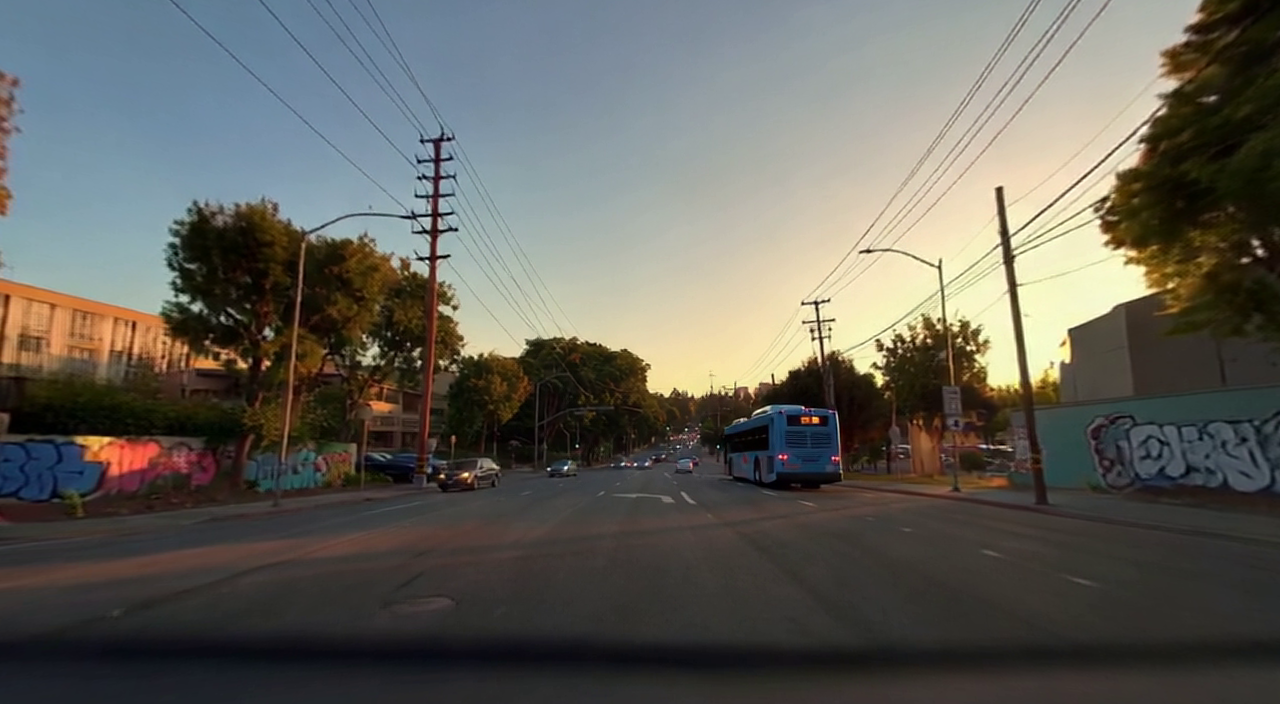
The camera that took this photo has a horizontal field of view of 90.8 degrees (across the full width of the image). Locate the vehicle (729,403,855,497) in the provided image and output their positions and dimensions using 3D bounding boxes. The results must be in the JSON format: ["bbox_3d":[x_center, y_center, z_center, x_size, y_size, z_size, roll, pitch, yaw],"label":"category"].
[{"bbox_3d":[6.471,4.520,29.609,3.045,3.447,12.604,0,-8,1],"label":"vehicle"}]

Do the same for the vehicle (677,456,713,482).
[{"bbox_3d":[3.552,7.612,41.325,1.961,1.470,4.196,0,-8,0],"label":"vehicle"}]

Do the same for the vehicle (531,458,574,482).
[{"bbox_3d":[-6.776,9.167,49.366,2.017,1.659,4.405,-2,-9,9],"label":"vehicle"}]

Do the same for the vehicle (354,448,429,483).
[{"bbox_3d":[-17.090,7.837,43.603,4.244,2.316,1.959,-1,-8,3],"label":"vehicle"}]

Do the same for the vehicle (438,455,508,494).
[{"bbox_3d":[-8.181,6.038,31.430,2.011,1.672,4.637,-1,-8,3],"label":"vehicle"}]
